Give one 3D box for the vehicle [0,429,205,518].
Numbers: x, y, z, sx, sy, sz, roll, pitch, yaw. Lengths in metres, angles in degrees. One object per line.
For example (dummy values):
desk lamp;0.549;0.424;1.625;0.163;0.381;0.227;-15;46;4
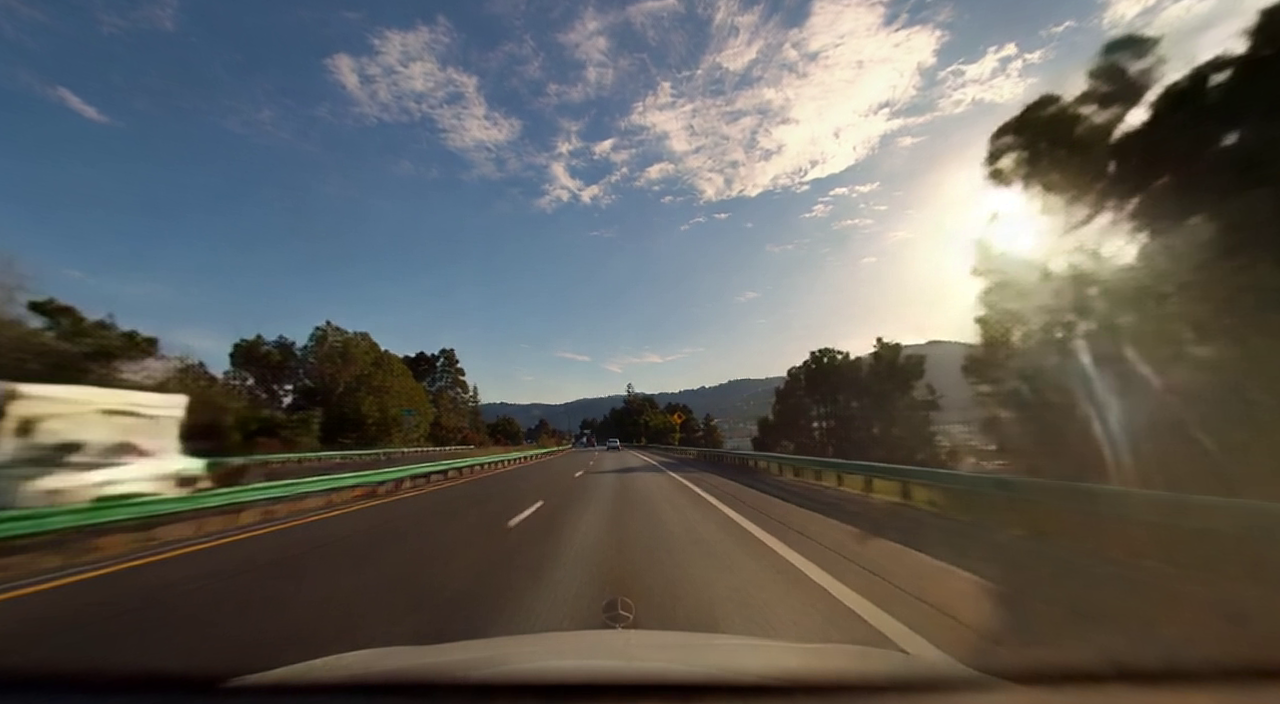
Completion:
vehicle;-11.135;2.342;12.672;1.978;1.484;3.953;0;-8;-1
